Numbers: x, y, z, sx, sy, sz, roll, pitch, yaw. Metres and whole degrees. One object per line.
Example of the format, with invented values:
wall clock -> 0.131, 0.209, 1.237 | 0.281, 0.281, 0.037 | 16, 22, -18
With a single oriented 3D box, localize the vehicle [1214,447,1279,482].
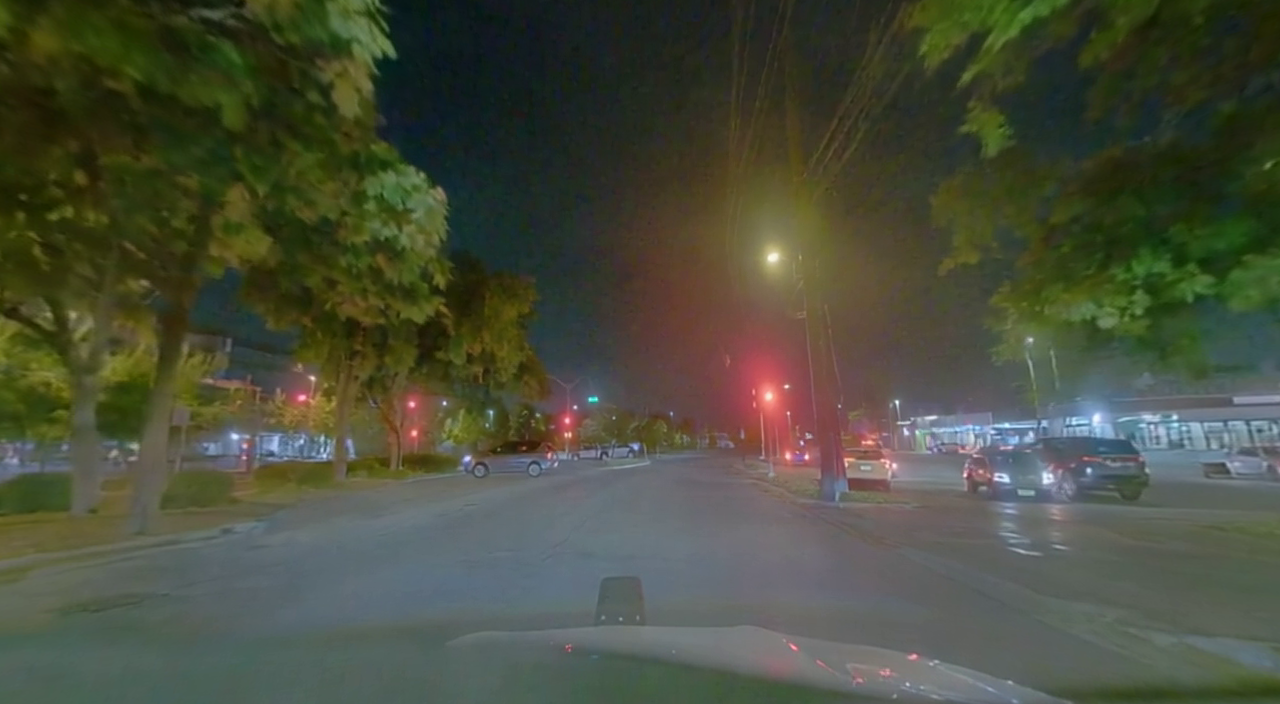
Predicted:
vehicle -> 28.576, 5.040, 28.665 | 1.933, 1.463, 4.578 | -3, -9, 19

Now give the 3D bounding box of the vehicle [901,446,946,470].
vehicle -> 17.538, 6.570, 39.257 | 1.936, 1.391, 3.874 | -2, -9, 15

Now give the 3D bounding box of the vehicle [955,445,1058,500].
vehicle -> 12.001, 3.903, 21.048 | 2.031, 1.592, 4.470 | -3, -9, 18

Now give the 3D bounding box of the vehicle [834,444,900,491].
vehicle -> 7.878, 3.993, 22.270 | 1.867, 1.479, 4.452 | -2, -9, 16

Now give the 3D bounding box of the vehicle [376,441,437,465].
vehicle -> -18.235, 7.939, 49.672 | 2.082, 1.779, 4.841 | -2, -9, 13

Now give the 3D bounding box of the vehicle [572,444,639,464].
vehicle -> -2.669, 7.982, 49.589 | 4.792, 1.468, 2.116 | -2, -9, 16

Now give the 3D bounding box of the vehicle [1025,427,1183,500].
vehicle -> 14.283, 3.465, 19.982 | 2.265, 1.919, 5.745 | -4, -9, 18

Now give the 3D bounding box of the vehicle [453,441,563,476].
vehicle -> -5.772, 4.690, 27.996 | 4.376, 1.476, 1.791 | -1, -9, 5
